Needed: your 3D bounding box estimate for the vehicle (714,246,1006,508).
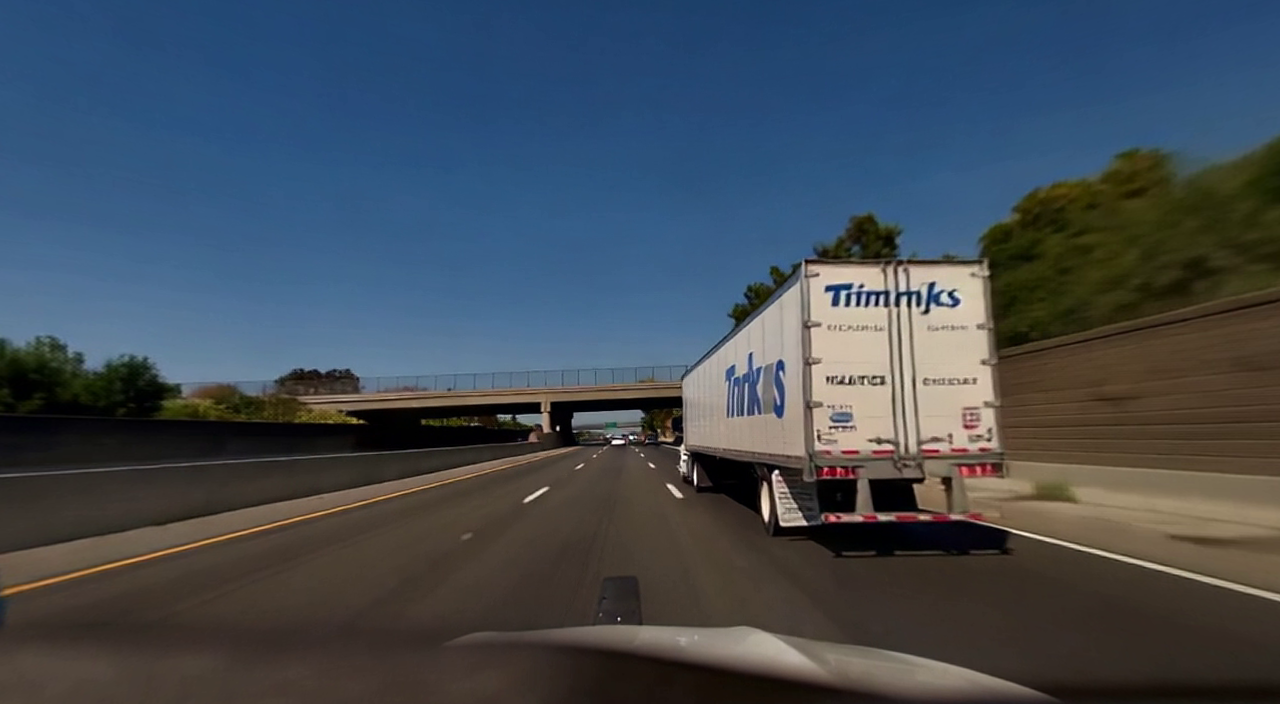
[{"bbox_3d":[4.018,1.172,16.279,2.850,3.894,13.987,0,-7,1],"label":"vehicle"}]
